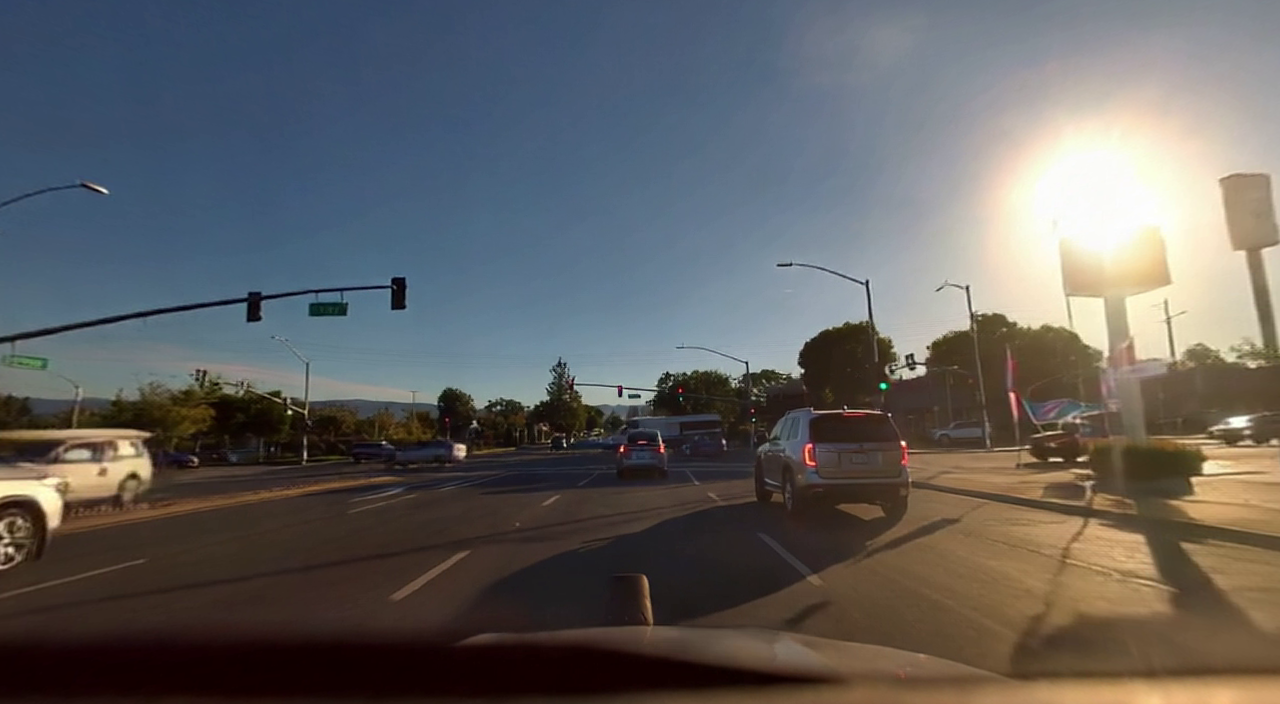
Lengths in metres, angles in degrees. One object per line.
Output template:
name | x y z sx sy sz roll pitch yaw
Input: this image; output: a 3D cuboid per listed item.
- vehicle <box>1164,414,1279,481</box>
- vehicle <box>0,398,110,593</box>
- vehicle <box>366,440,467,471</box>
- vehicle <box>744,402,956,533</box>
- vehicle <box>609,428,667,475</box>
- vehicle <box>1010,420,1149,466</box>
vehicle | 15.837 2.373 15.685 3.793 1.549 2.010 0 -8 -2
vehicle | -6.932 1.125 4.466 2.011 1.774 4.866 0 -8 1
vehicle | -11.626 5.410 33.133 1.835 1.485 4.788 -5 -10 32
vehicle | 3.234 1.901 10.841 2.083 1.779 4.347 0 -8 -1
vehicle | -0.030 3.893 24.801 2.067 1.702 3.987 0 -8 1
vehicle | 16.797 3.489 24.233 3.848 1.674 1.887 0 -8 2
